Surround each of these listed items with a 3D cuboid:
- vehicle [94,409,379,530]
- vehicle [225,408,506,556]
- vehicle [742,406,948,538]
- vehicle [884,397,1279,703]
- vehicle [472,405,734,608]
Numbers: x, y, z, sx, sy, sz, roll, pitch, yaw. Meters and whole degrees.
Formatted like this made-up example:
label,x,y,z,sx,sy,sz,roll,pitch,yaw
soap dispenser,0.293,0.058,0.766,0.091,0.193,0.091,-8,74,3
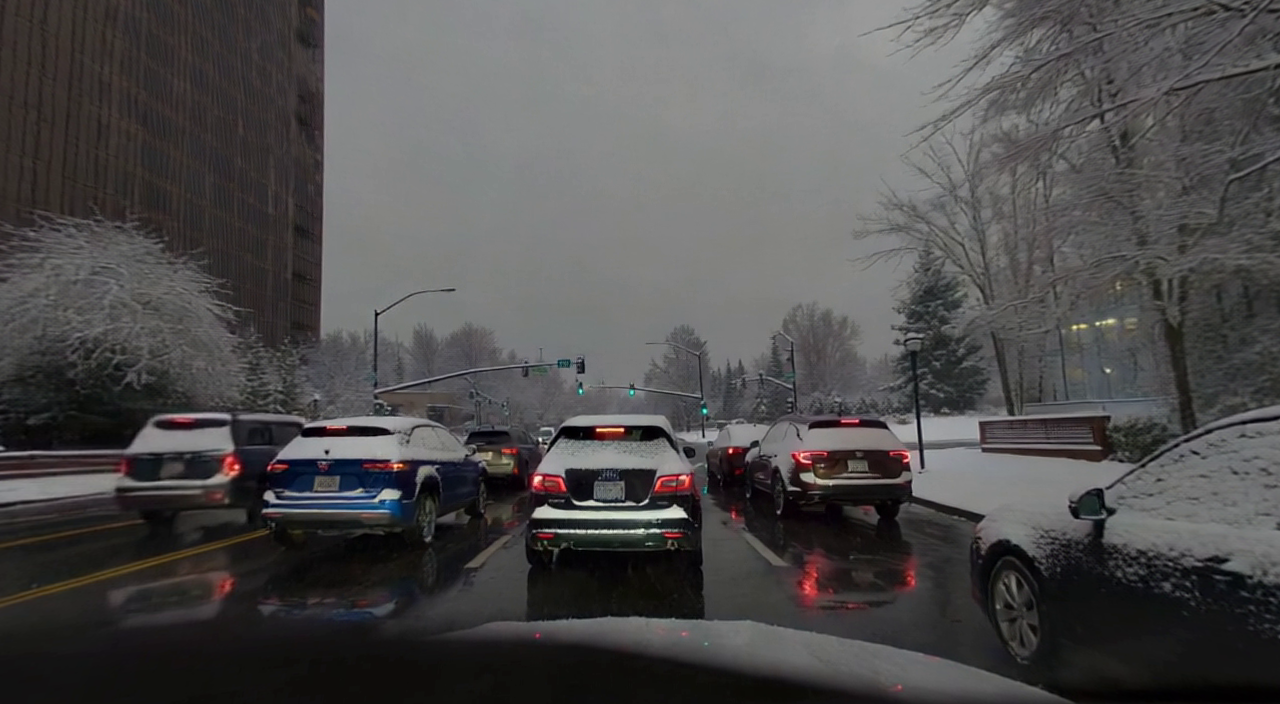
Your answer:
label,x,y,z,sx,sy,sz,roll,pitch,yaw
vehicle,-7.137,2.146,12.082,2.066,1.814,5.097,0,-8,0
vehicle,-3.757,1.887,9.883,2.141,1.718,4.809,0,-8,1
vehicle,3.344,2.083,11.526,2.117,1.879,4.715,0,-8,-1
vehicle,3.243,1.069,3.367,2.045,1.459,4.462,0,-8,-1
vehicle,-0.348,1.586,7.416,2.114,1.631,4.459,0,-8,-1
